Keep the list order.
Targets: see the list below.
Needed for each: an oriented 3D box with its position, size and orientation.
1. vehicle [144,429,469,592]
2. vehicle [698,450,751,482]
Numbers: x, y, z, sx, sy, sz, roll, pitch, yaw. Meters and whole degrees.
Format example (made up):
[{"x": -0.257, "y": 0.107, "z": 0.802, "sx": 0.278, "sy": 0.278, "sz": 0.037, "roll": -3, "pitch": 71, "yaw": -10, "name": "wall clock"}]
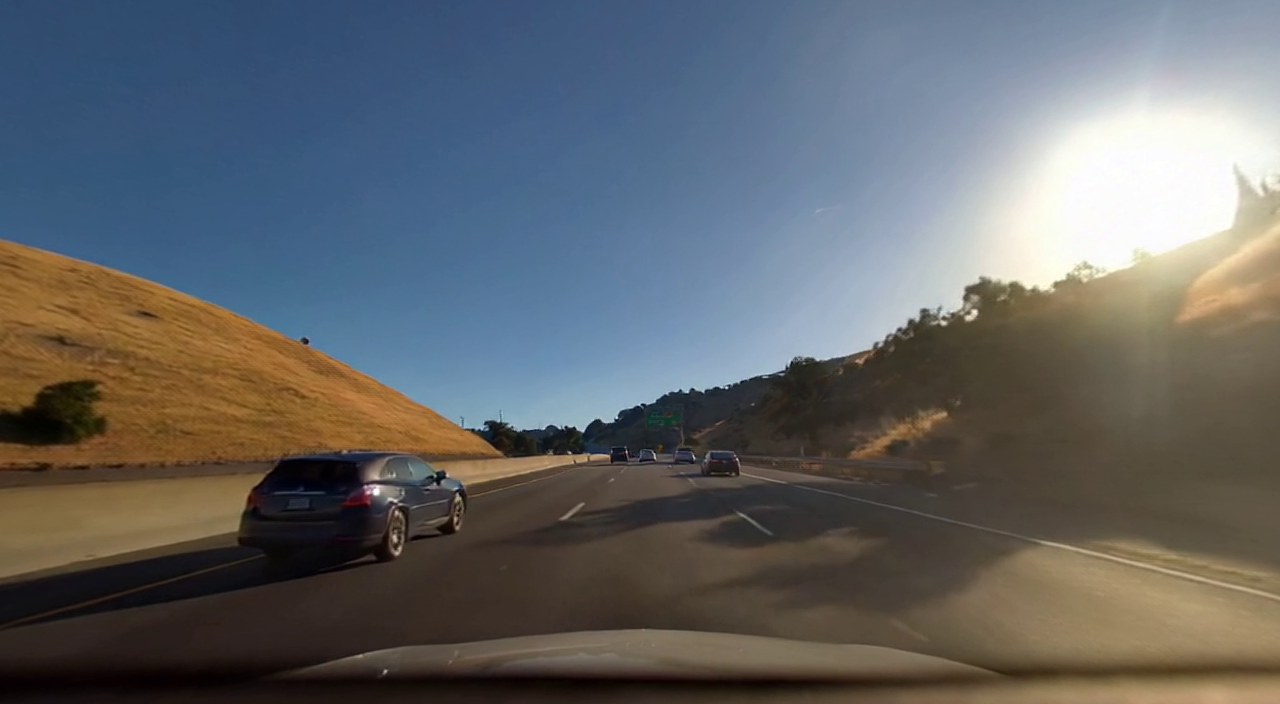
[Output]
[{"x": -3.714, "y": 1.795, "z": 8.014, "sx": 1.910, "sy": 1.521, "sz": 3.930, "roll": 0, "pitch": -8, "yaw": 1, "name": "vehicle"}, {"x": 3.933, "y": 5.357, "z": 29.942, "sx": 1.976, "sy": 1.352, "sz": 3.602, "roll": 0, "pitch": -8, "yaw": -1, "name": "vehicle"}]
